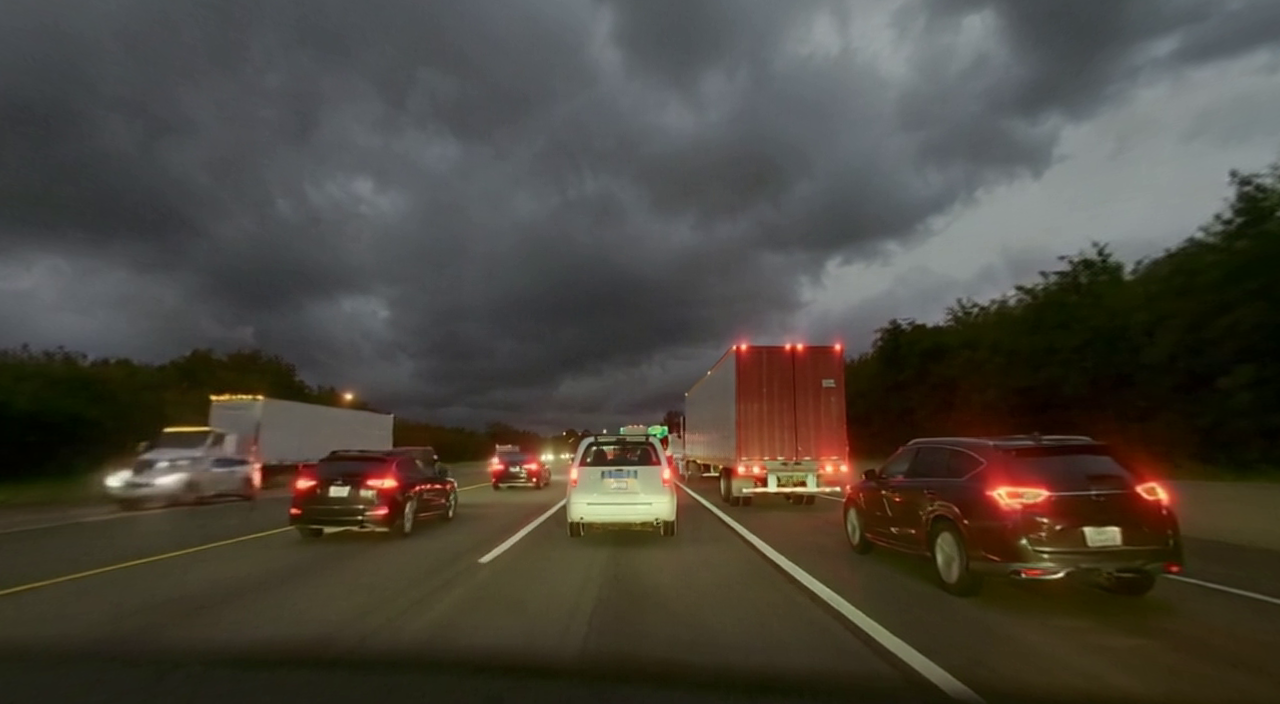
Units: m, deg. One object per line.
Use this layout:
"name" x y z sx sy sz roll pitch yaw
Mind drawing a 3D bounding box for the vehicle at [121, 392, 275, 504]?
"vehicle" -16.856 3.700 24.428 2.741 3.929 4.071 0 -9 0

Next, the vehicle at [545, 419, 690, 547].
"vehicle" -0.327 2.192 11.105 2.037 1.792 4.194 0 -9 0

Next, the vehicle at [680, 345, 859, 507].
"vehicle" 3.769 3.041 23.781 3.186 4.111 15.553 0 -9 -1

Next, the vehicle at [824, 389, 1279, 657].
"vehicle" 3.693 1.485 6.560 2.076 1.751 4.666 0 -9 -1

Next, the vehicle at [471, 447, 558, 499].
"vehicle" -3.972 3.893 20.630 1.923 1.503 4.293 0 -9 0

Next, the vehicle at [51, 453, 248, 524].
"vehicle" -12.394 3.422 16.311 2.065 1.565 3.728 0 -9 0

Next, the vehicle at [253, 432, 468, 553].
"vehicle" -4.327 2.219 10.544 1.789 1.620 3.841 0 -9 0
